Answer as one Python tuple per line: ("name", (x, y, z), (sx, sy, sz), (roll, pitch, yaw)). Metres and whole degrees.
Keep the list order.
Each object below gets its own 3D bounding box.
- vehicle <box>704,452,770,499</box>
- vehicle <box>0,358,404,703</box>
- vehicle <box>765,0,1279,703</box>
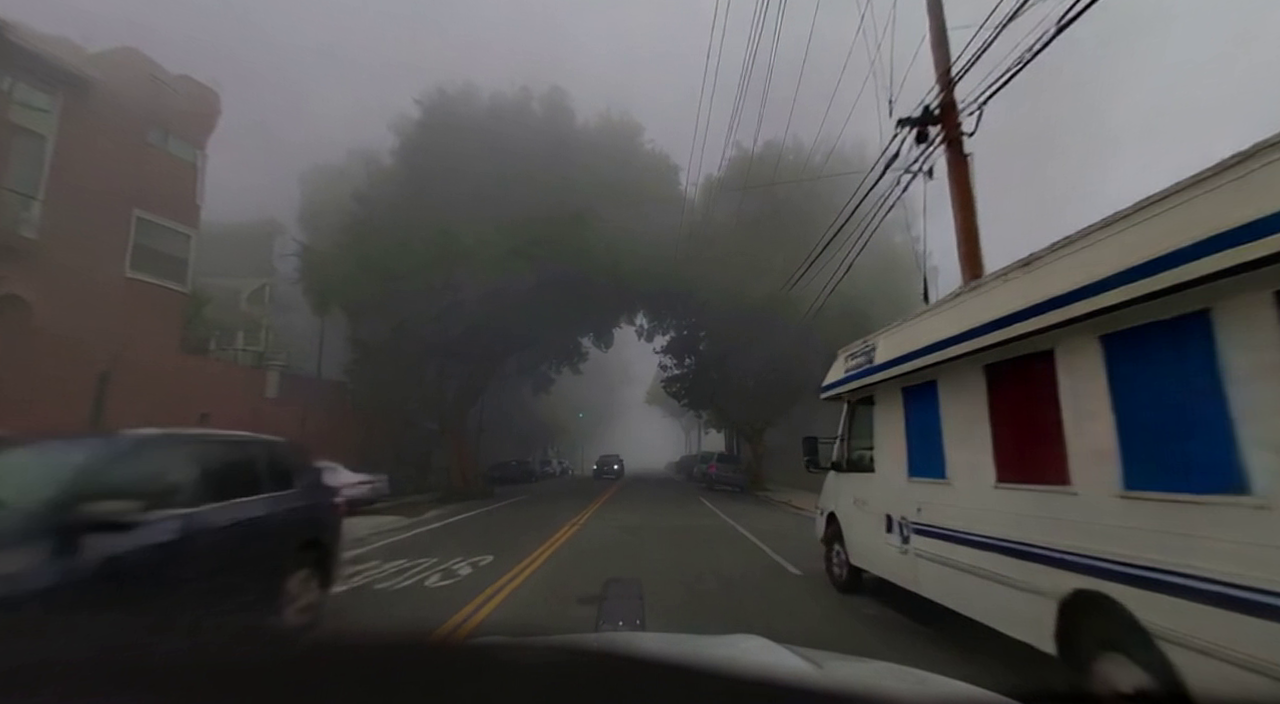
("vehicle", (3.746, 4.855, 25.258), (1.936, 1.641, 4.434), (0, -8, 0))
("vehicle", (-3.250, 1.124, 3.846), (1.952, 1.708, 4.096), (-1, -8, 1))
("vehicle", (3.205, 0.464, 4.375), (2.886, 3.321, 7.809), (0, -8, -1))
